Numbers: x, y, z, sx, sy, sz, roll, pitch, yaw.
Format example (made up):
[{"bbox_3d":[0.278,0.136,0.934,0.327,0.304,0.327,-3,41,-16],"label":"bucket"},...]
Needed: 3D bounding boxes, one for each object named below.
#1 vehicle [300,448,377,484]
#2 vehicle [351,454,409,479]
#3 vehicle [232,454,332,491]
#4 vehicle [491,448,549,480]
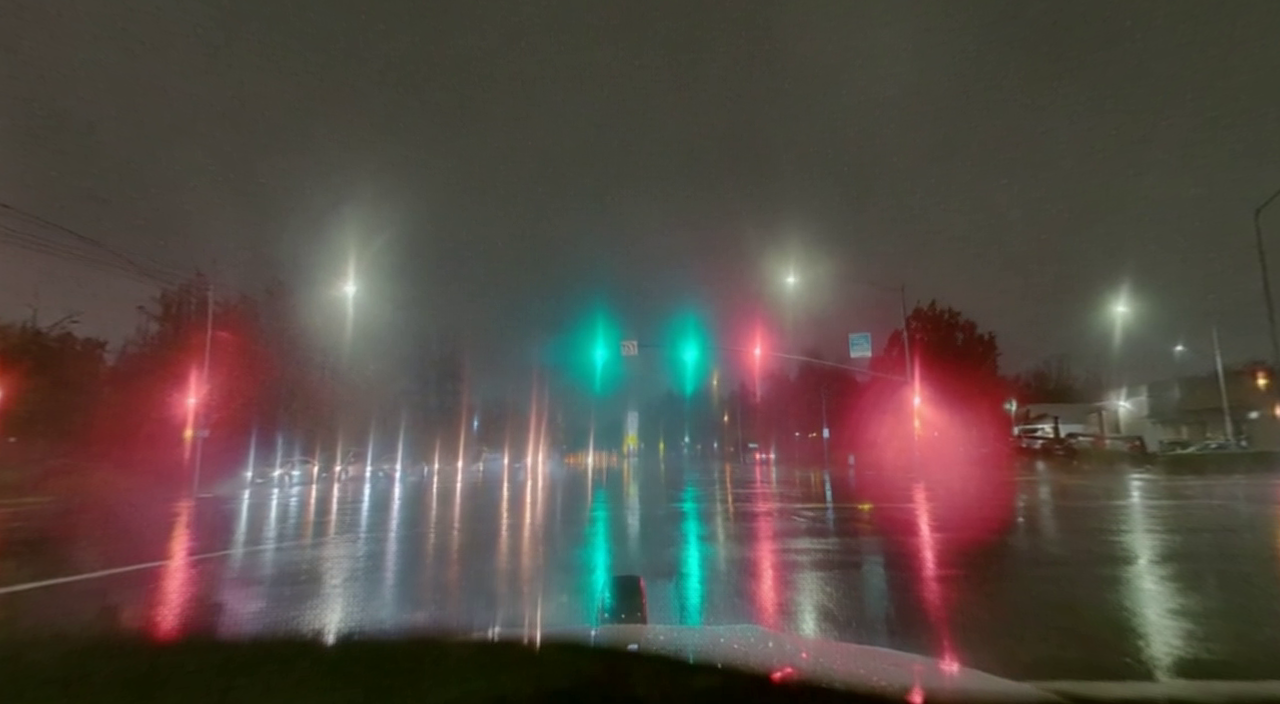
[{"bbox_3d":[-16.850,6.358,35.377,1.960,1.819,5.018,0,-9,-2],"label":"vehicle"},{"bbox_3d":[-16.893,7.418,40.997,1.804,1.486,4.625,0,-8,0],"label":"vehicle"},{"bbox_3d":[-16.631,5.599,29.497,2.055,1.506,4.663,0,-9,-2],"label":"vehicle"},{"bbox_3d":[-6.034,5.684,32.188,2.154,1.501,4.416,0,-8,-1],"label":"vehicle"}]
